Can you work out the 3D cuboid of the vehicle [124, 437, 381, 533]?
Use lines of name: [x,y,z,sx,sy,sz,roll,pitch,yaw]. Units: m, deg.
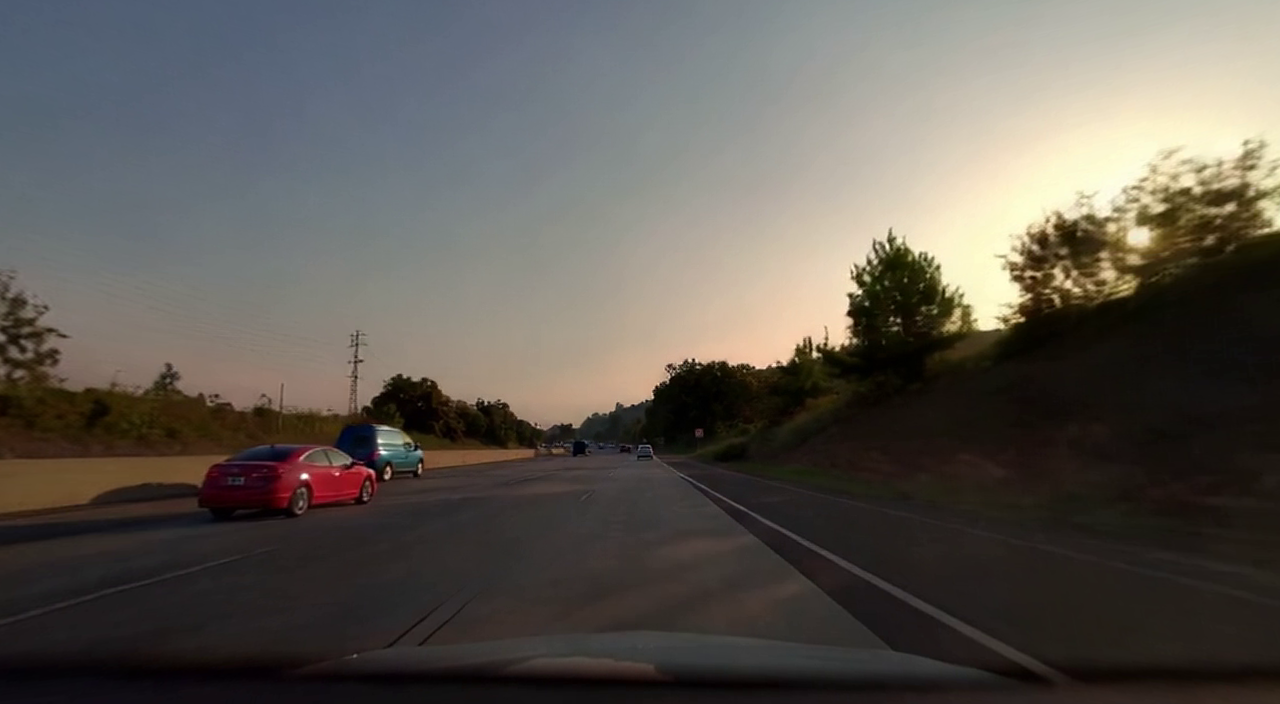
vehicle: [-7.064,2.444,12.307,1.981,1.486,4.735,0,-8,0]
